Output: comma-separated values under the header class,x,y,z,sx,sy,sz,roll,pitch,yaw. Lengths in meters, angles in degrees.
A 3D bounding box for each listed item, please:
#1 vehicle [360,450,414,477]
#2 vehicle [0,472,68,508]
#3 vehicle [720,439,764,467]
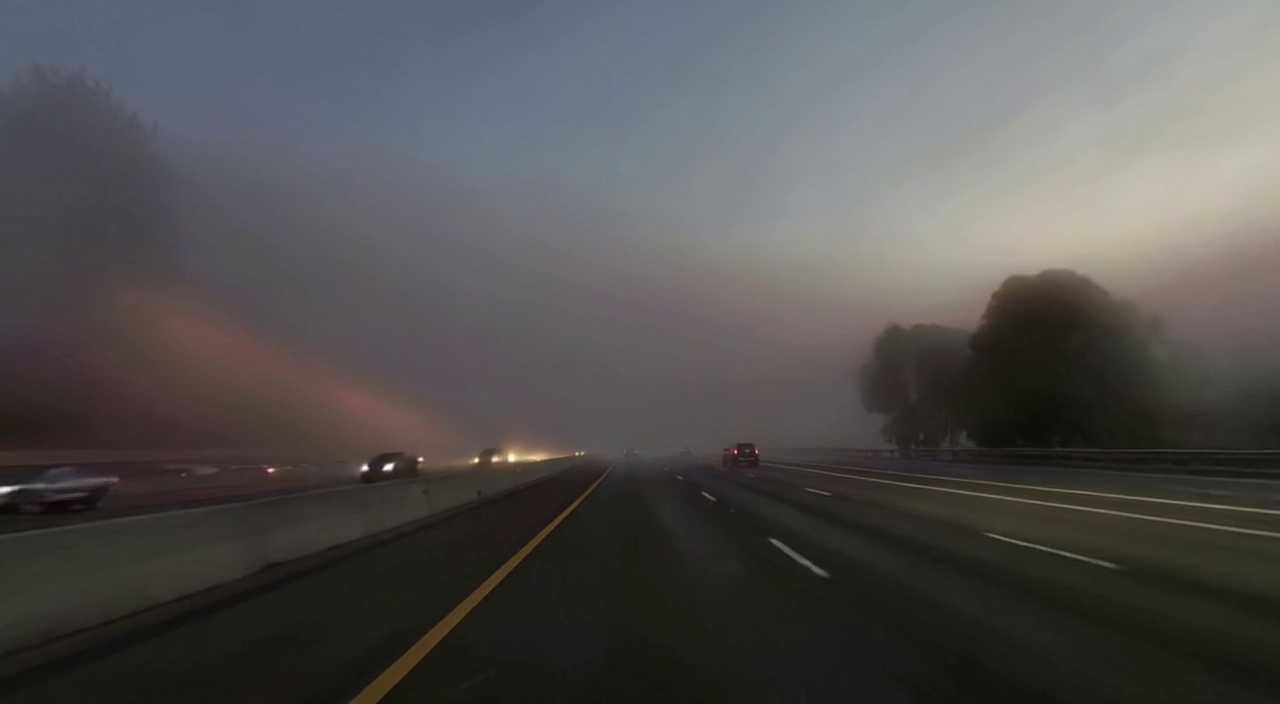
class,x,y,z,sx,sy,sz,roll,pitch,yaw
vehicle,-18.413,8.117,46.244,2.032,1.757,4.656,0,-9,0
vehicle,-30.417,6.588,30.169,1.871,1.474,4.603,0,-9,-1
vehicle,6.612,6.580,41.374,2.030,1.706,4.279,0,-9,-1
